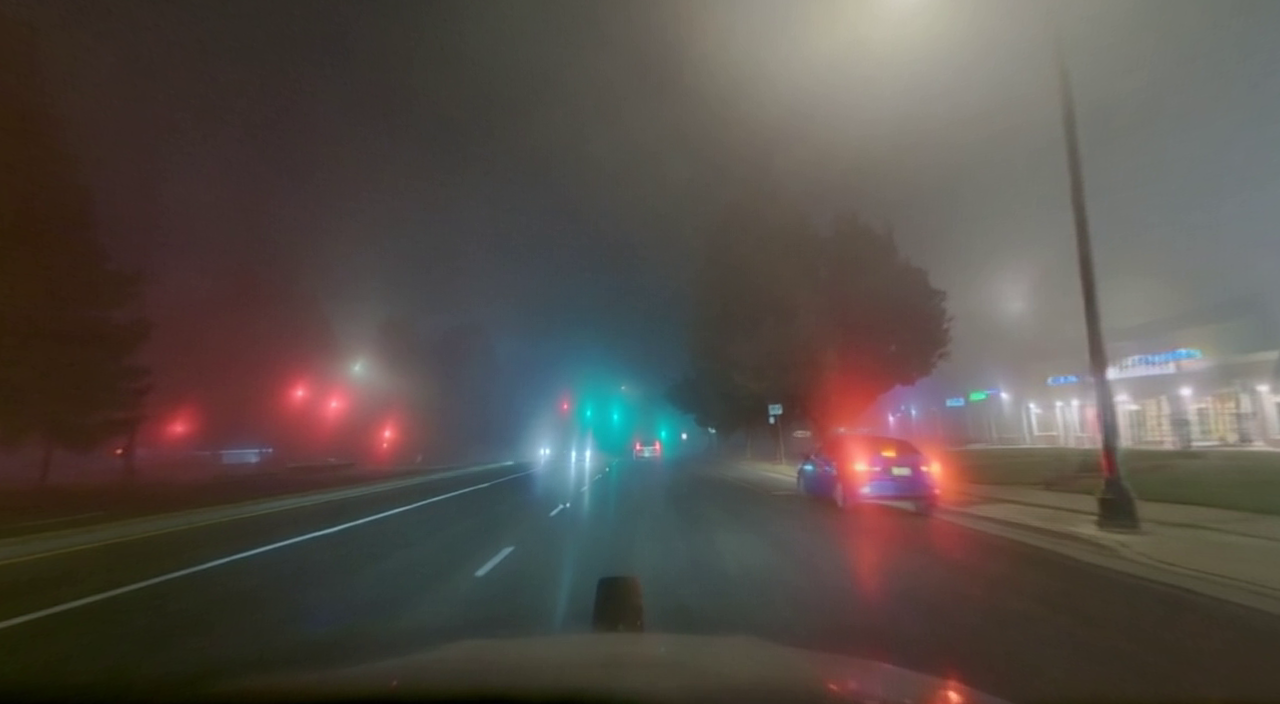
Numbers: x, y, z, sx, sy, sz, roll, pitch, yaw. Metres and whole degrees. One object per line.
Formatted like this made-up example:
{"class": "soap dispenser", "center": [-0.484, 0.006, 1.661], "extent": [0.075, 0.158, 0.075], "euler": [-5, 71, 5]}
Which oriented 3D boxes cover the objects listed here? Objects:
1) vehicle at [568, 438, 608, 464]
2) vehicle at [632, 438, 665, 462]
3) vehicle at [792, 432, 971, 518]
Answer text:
{"class": "vehicle", "center": [-3.096, 6.021, 38.532], "extent": [2.032, 1.467, 4.411], "euler": [0, -8, 1]}
{"class": "vehicle", "center": [0.580, 6.373, 41.320], "extent": [2.059, 1.456, 4.047], "euler": [0, -8, 1]}
{"class": "vehicle", "center": [4.729, 2.454, 13.112], "extent": [1.942, 1.469, 4.049], "euler": [0, -8, -3]}
